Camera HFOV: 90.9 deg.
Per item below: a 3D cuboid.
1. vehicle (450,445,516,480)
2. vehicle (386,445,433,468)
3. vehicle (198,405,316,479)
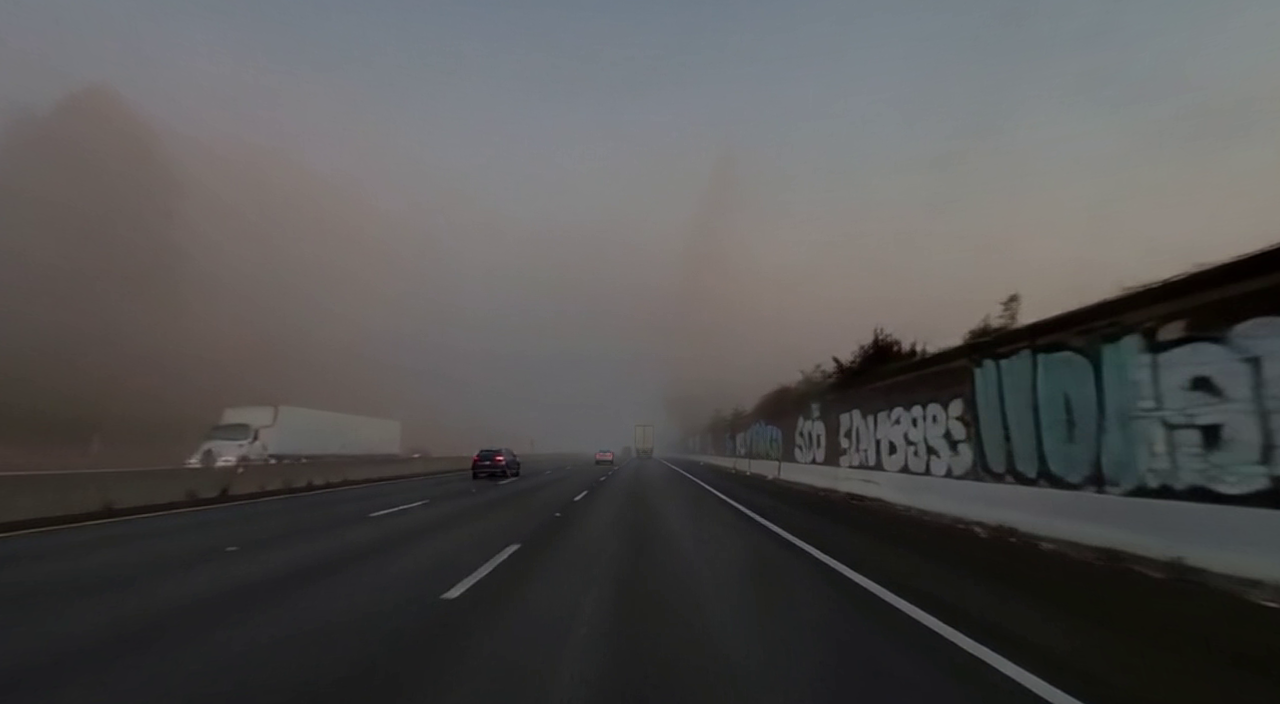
[{"bbox_3d":[-6.746,4.778,27.391,2.027,1.431,3.033,0,-9,0],"label":"vehicle"},{"bbox_3d":[-18.169,8.261,49.829,1.989,1.732,4.444,0,-9,1],"label":"vehicle"},{"bbox_3d":[-22.090,5.296,36.833,2.933,3.916,5.954,0,-9,0],"label":"vehicle"}]
